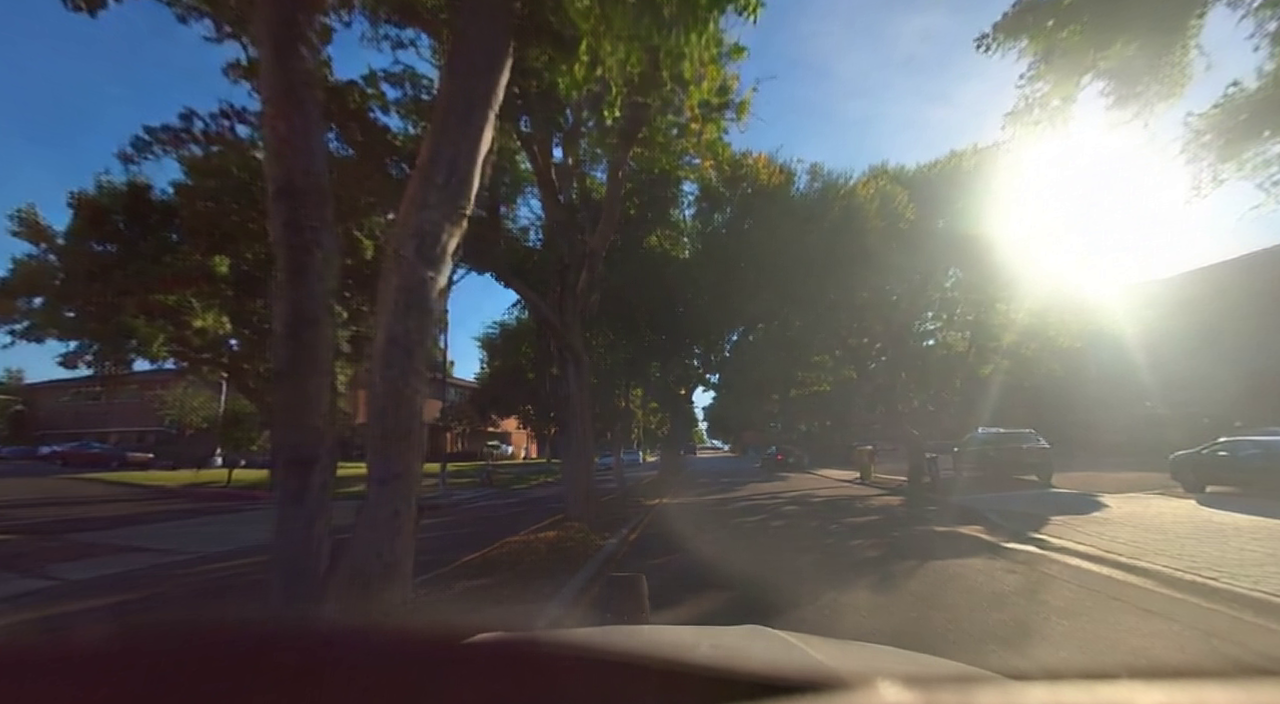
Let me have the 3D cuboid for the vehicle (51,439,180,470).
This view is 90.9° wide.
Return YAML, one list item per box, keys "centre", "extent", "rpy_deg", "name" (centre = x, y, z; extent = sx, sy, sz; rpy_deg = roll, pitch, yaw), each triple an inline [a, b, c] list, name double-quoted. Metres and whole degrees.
- centre: [-28.567, 5.569, 34.504]
  extent: [4.814, 1.609, 2.197]
  rpy_deg: [2, -9, -13]
  name: "vehicle"

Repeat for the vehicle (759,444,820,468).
- centre: [11.399, 7.909, 48.065]
  extent: [4.277, 1.740, 2.097]
  rpy_deg: [-3, -9, 20]
  name: "vehicle"

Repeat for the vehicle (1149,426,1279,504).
- centre: [13.686, 2.405, 13.573]
  extent: [1.903, 1.528, 4.374]
  rpy_deg: [-1, -9, 3]
  name: "vehicle"

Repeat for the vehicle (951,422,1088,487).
- centre: [12.079, 3.316, 20.504]
  extent: [2.018, 1.840, 4.662]
  rpy_deg: [-1, -9, 7]
  name: "vehicle"
